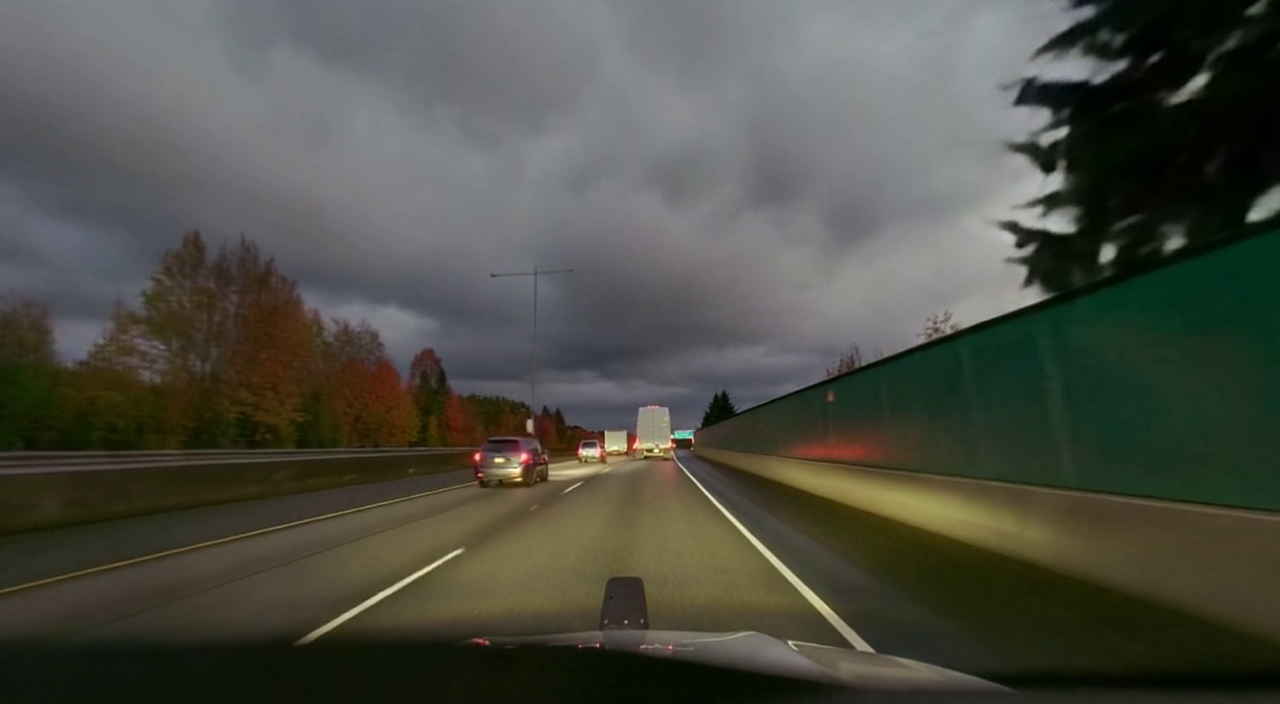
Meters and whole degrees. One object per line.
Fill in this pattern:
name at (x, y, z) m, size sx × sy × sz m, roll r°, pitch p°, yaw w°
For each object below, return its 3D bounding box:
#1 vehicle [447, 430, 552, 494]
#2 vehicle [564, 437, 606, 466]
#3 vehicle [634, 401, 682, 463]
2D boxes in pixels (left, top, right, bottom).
vehicle at (-3.726, 2.989, 17.440) m, size 1.927 × 1.556 × 3.921 m, roll 0°, pitch -8°, yaw 1°
vehicle at (-3.112, 5.729, 36.509) m, size 1.962 × 1.575 × 4.158 m, roll 0°, pitch -8°, yaw 2°
vehicle at (1.205, 5.586, 43.385) m, size 2.933 × 3.701 × 10.425 m, roll 0°, pitch -8°, yaw 1°
